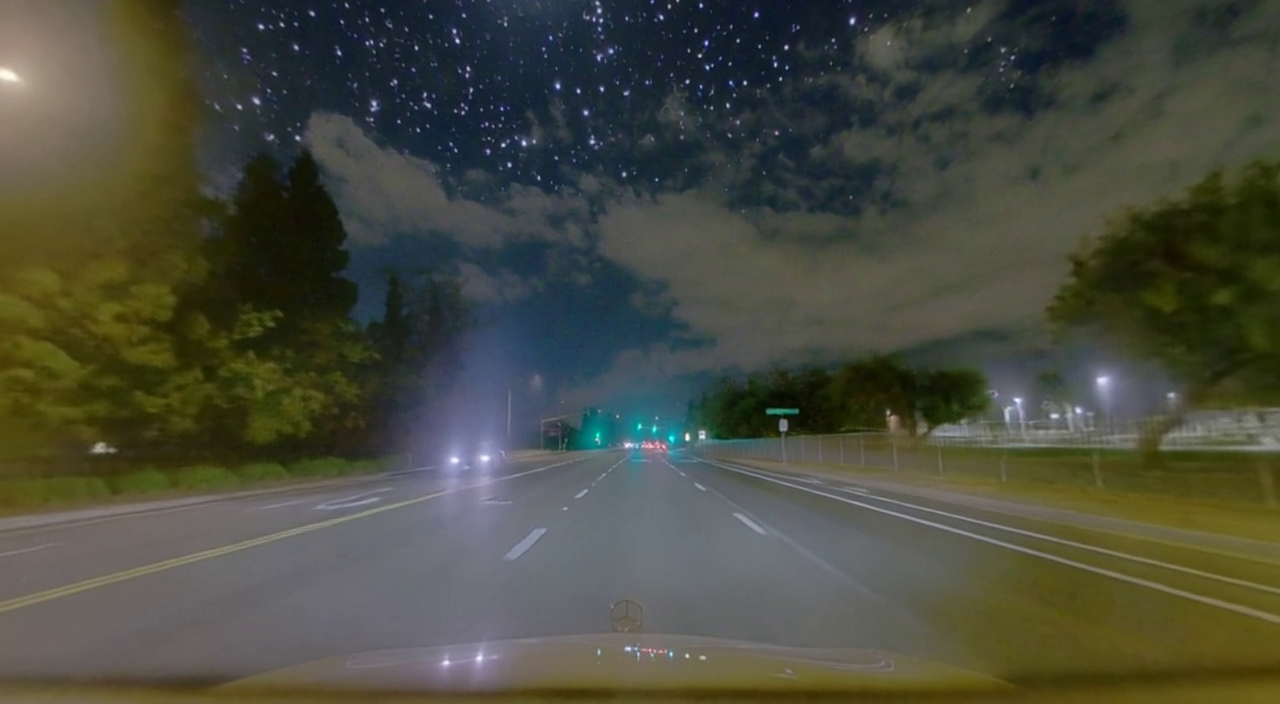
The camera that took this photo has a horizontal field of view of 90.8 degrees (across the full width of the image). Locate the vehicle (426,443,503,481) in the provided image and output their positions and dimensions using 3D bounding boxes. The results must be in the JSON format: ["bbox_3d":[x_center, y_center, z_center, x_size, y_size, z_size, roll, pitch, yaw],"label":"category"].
[{"bbox_3d":[-7.543,4.762,27.655,2.055,1.478,4.842,0,-8,-1],"label":"vehicle"}]
